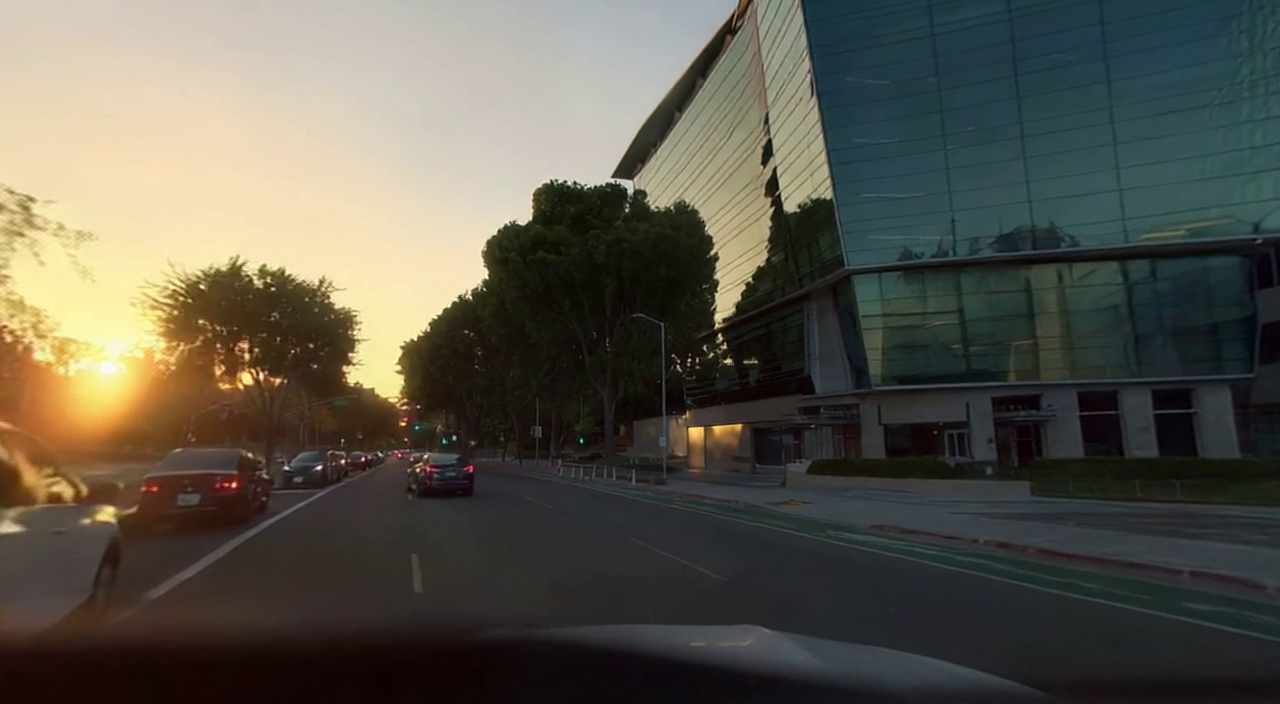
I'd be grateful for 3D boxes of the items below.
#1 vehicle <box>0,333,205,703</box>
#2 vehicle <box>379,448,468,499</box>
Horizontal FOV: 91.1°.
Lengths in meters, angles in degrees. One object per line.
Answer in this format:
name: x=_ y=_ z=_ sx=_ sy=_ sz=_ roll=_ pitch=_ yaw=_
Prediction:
vehicle: x=-4.585 y=1.082 z=4.044 sx=2.275 sy=1.819 sz=4.883 roll=4 pitch=-10 yaw=-28
vehicle: x=-7.652 y=4.109 z=21.819 sx=2.205 sy=1.537 sz=4.895 roll=4 pitch=-9 yaw=-27
